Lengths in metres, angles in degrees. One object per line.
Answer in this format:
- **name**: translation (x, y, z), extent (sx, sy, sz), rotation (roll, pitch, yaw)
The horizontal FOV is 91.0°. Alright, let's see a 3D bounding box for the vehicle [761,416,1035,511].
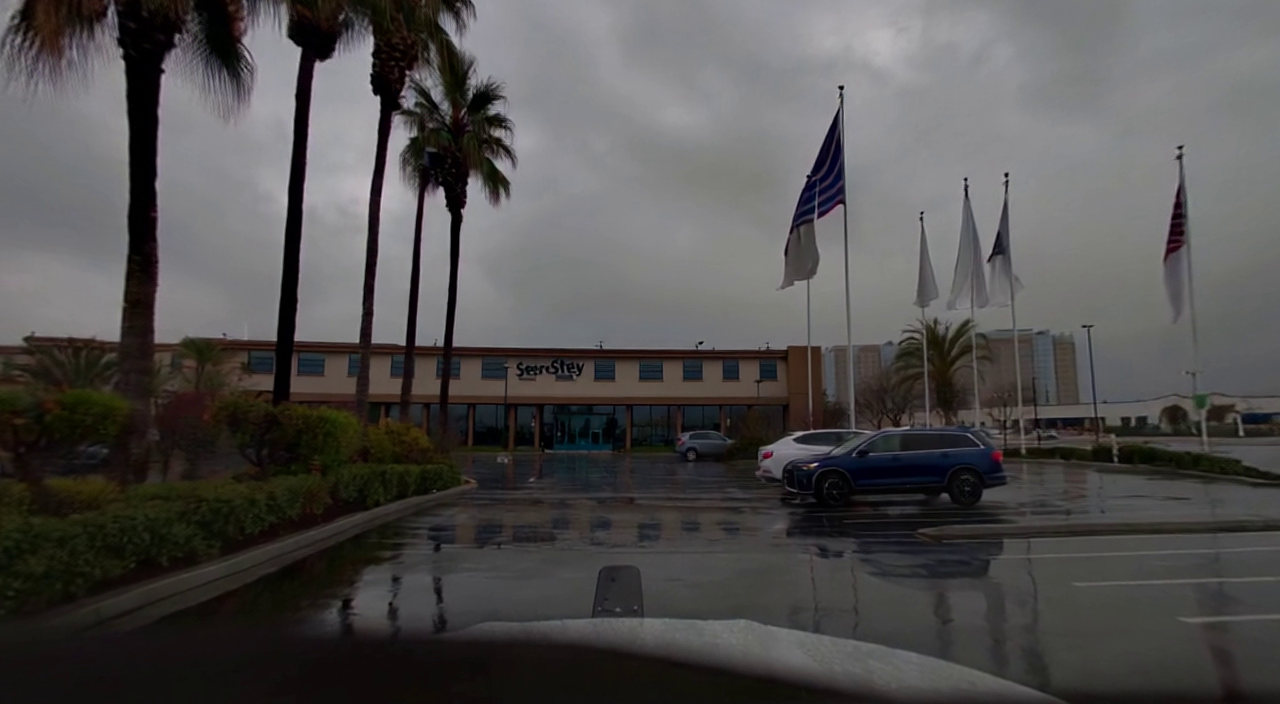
- **vehicle**: translation (4.893, 2.181, 12.503), extent (4.567, 1.723, 1.926), rotation (0, -8, 0)

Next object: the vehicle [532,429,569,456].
- **vehicle**: translation (-6.498, 6.685, 46.217), extent (1.943, 1.890, 4.472), rotation (0, -9, 2)
